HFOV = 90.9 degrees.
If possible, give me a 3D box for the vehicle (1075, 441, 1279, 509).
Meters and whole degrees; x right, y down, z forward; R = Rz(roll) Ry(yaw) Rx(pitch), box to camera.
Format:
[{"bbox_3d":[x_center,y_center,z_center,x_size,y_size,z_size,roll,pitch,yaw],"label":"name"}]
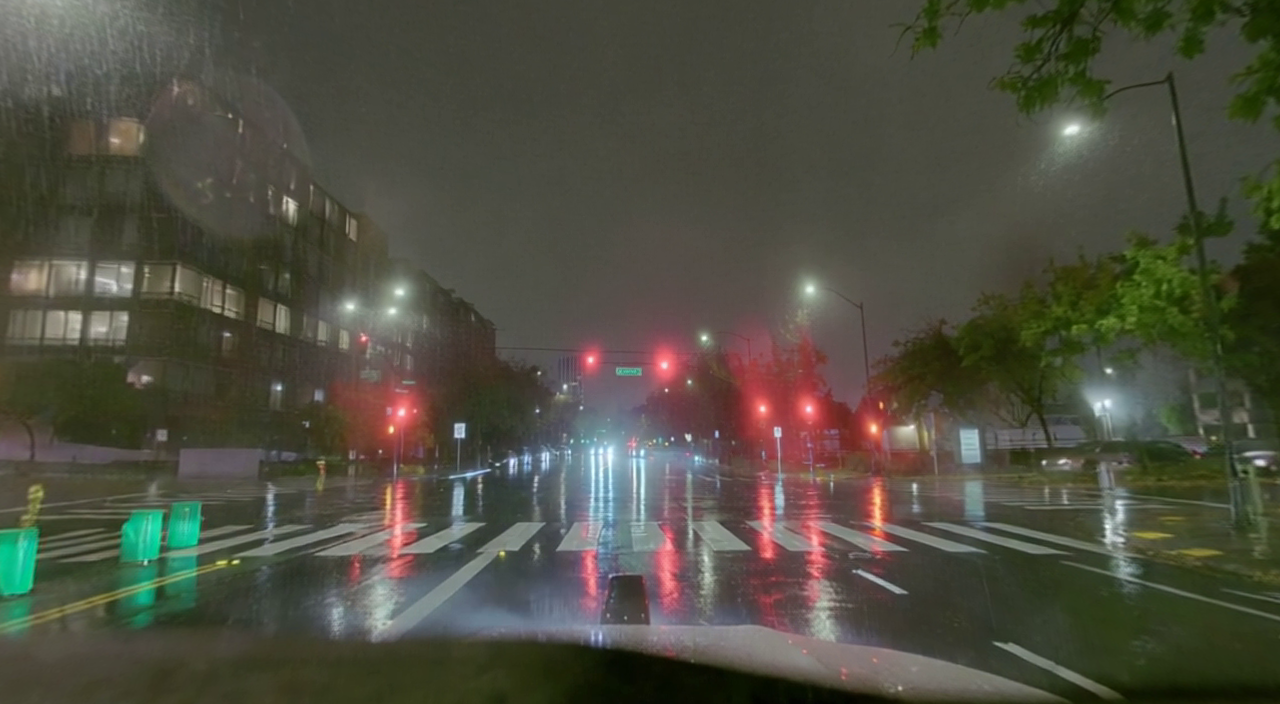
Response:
[{"bbox_3d":[13.010,2.799,14.571,4.424,1.436,1.804,0,-8,5],"label":"vehicle"}]
